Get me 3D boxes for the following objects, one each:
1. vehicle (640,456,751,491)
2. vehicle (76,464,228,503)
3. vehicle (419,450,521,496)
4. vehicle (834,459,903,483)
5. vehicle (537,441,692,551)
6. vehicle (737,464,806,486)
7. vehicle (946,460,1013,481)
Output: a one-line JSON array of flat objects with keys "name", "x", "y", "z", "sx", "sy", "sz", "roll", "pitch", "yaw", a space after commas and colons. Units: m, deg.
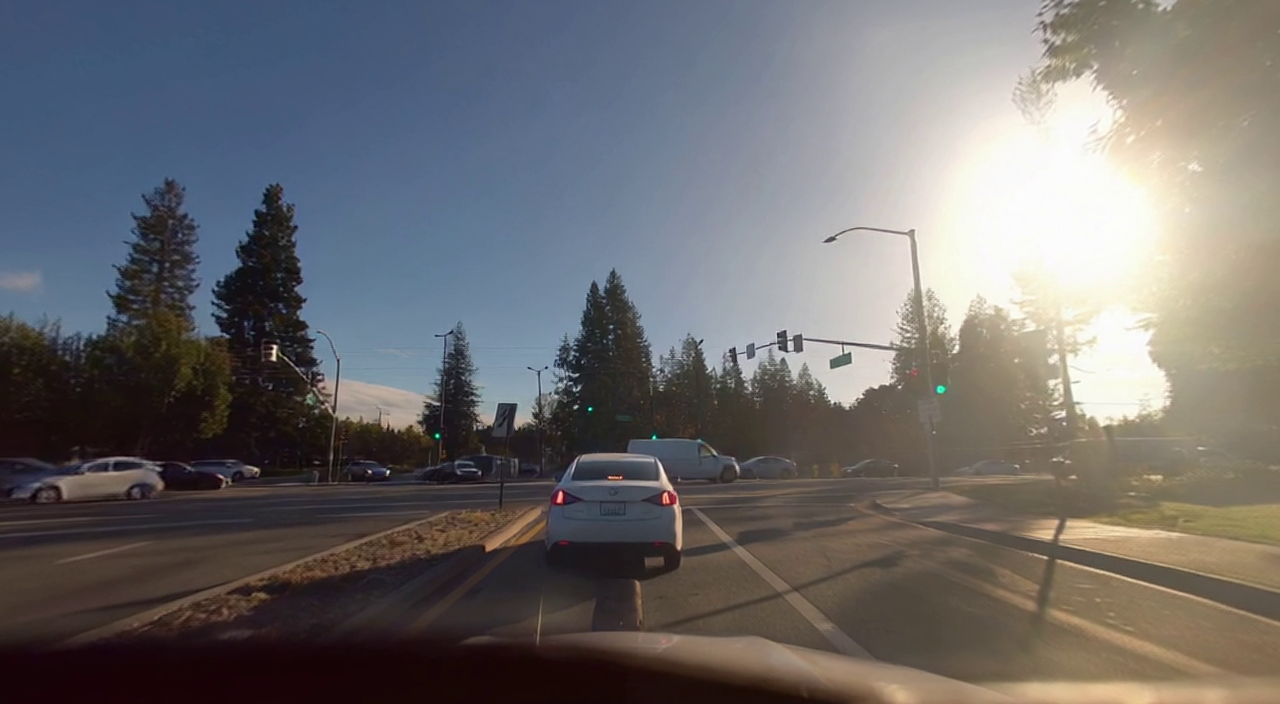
[{"name": "vehicle", "x": 2.607, "y": 5.629, "z": 29.472, "sx": 4.838, "sy": 1.449, "sz": 2.077, "roll": -3, "pitch": -9, "yaw": 17}, {"name": "vehicle", "x": -20.087, "y": 5.420, "z": 26.223, "sx": 4.548, "sy": 1.449, "sz": 1.802, "roll": 2, "pitch": -9, "yaw": -13}, {"name": "vehicle", "x": -7.431, "y": 5.185, "z": 27.509, "sx": 4.355, "sy": 1.789, "sz": 2.175, "roll": -7, "pitch": -11, "yaw": 41}, {"name": "vehicle", "x": 16.477, "y": 8.573, "z": 45.636, "sx": 4.337, "sy": 1.637, "sz": 1.860, "roll": 2, "pitch": -9, "yaw": -16}, {"name": "vehicle", "x": -0.412, "y": 2.289, "z": 10.842, "sx": 2.112, "sy": 1.479, "sz": 4.264, "roll": 0, "pitch": -8, "yaw": -2}, {"name": "vehicle", "x": 9.062, "y": 8.497, "z": 43.642, "sx": 4.254, "sy": 1.359, "sz": 1.895, "roll": 2, "pitch": -9, "yaw": -16}, {"name": "vehicle", "x": 25.925, "y": 9.050, "z": 48.316, "sx": 4.358, "sy": 1.471, "sz": 1.875, "roll": 2, "pitch": -9, "yaw": -16}]
